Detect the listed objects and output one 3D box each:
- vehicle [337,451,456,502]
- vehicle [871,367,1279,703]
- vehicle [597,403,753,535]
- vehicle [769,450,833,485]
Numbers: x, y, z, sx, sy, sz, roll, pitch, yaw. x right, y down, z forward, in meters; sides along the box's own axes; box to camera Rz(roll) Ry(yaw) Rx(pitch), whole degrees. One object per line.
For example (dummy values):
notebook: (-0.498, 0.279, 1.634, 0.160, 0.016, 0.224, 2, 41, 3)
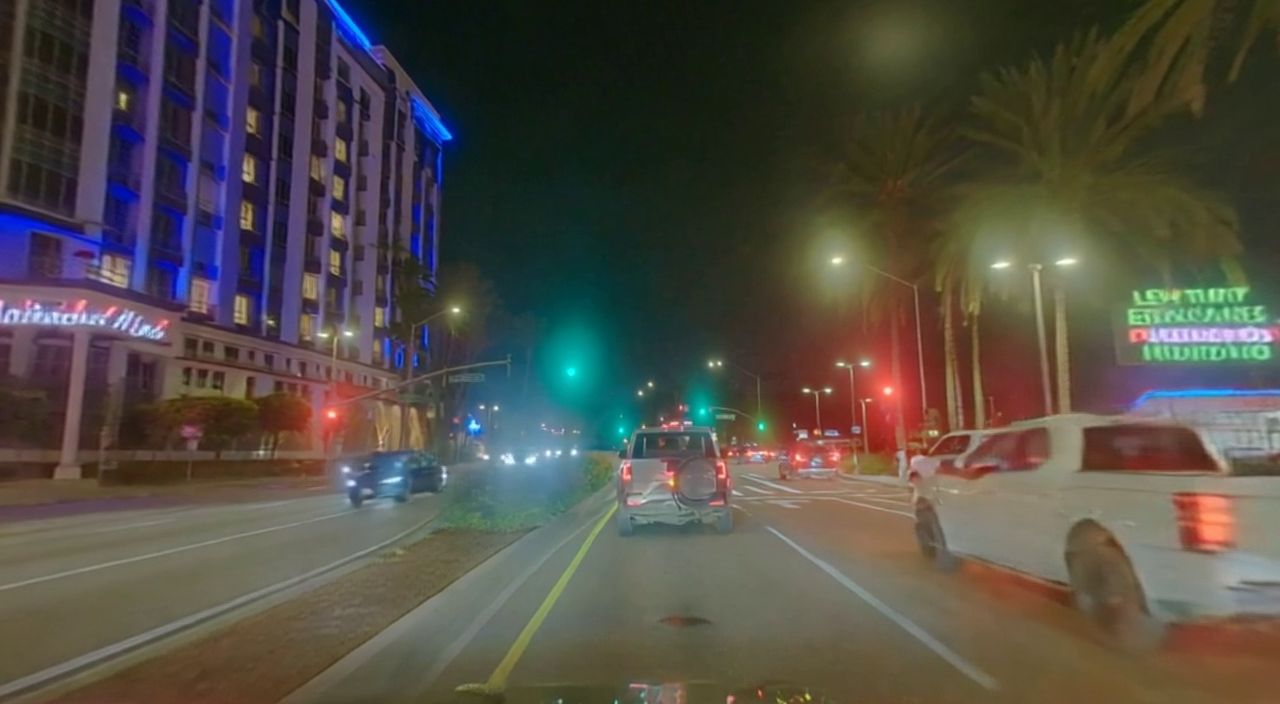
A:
vehicle: (-8.021, 4.109, 21.326, 2.061, 1.496, 4.600, -1, -9, 2)
vehicle: (4.047, 1.297, 5.445, 2.283, 1.738, 4.916, 0, -9, 1)
vehicle: (0.608, 2.303, 12.966, 2.487, 2.115, 5.444, 0, -9, 1)
vehicle: (7.675, 5.512, 30.485, 1.958, 1.523, 4.553, 0, -9, 1)
